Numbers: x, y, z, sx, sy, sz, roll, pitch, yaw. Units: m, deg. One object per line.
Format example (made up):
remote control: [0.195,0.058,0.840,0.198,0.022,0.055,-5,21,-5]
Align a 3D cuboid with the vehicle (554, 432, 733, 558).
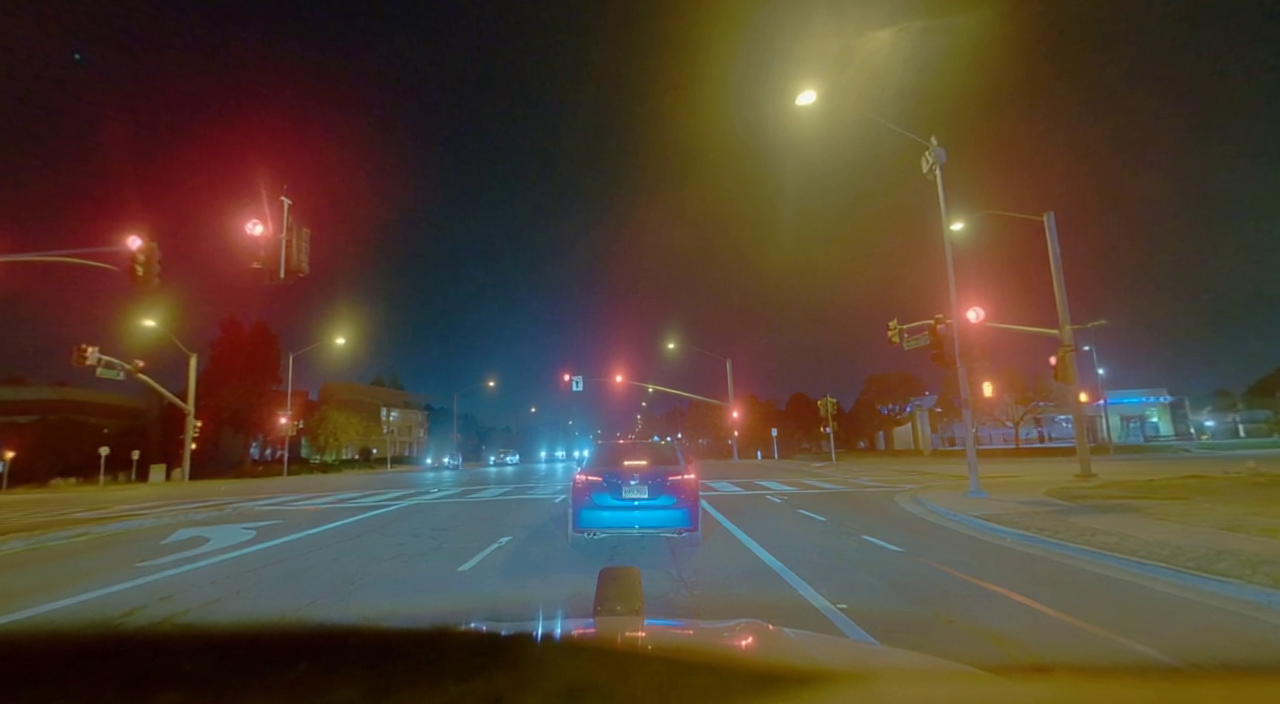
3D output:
vehicle: [0.016,1.993,9.516,2.107,1.470,3.974,0,-9,-1]
